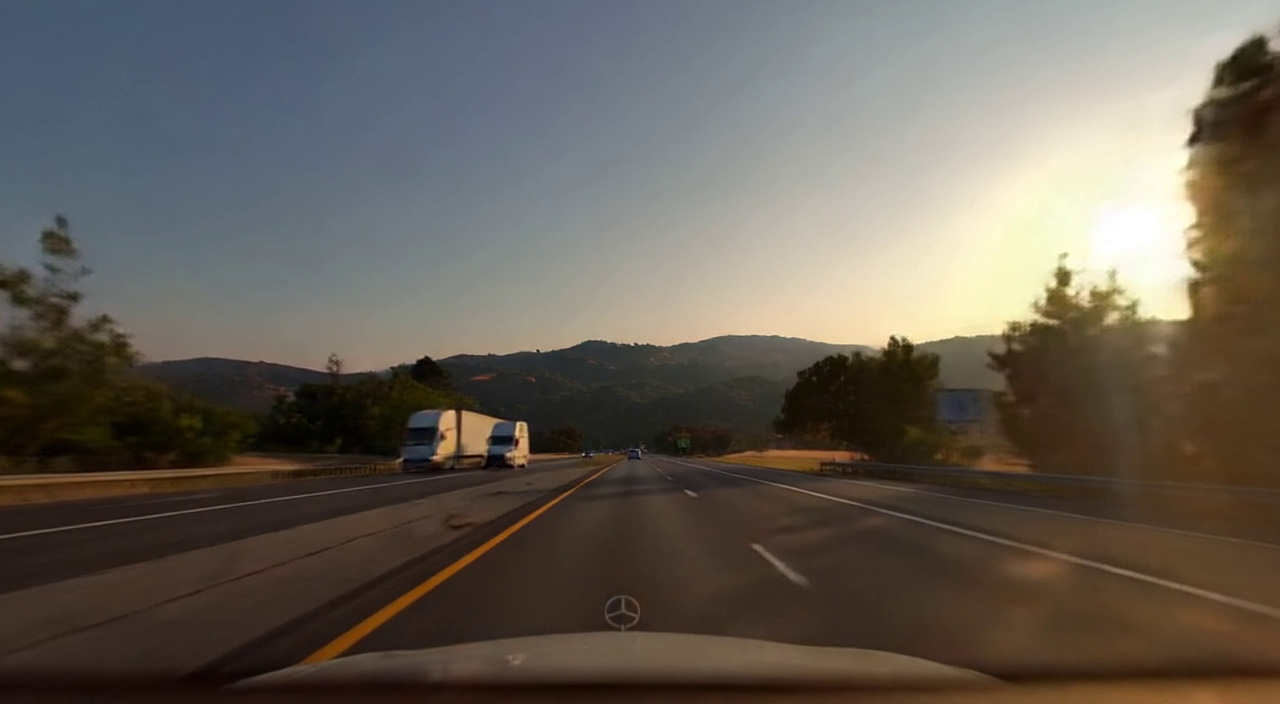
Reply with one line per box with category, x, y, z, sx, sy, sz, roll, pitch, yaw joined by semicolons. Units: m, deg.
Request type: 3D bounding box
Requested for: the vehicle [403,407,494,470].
vehicle;-12.535;5.917;42.520;2.962;3.737;10.070;0;-9;0
